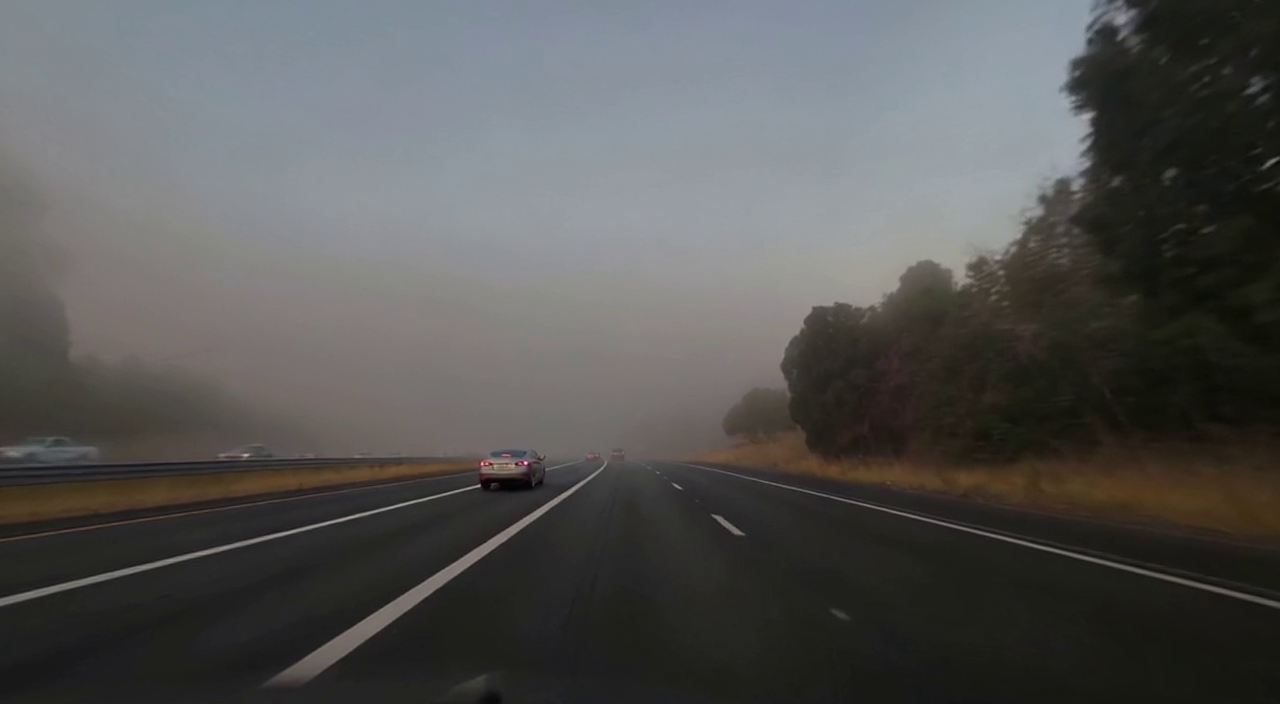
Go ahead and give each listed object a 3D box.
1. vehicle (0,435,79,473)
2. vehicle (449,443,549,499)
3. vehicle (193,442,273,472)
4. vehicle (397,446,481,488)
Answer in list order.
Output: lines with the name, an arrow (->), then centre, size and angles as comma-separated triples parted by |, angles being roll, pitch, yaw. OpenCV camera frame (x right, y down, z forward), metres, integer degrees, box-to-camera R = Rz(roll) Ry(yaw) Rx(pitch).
vehicle -> -36.899, 5.950, 36.860 | 2.643, 2.131, 6.261 | 0, -9, -1
vehicle -> -4.192, 3.622, 19.636 | 2.073, 1.516, 4.478 | 0, -9, 0
vehicle -> -25.306, 6.532, 39.501 | 1.938, 1.683, 4.633 | 0, -9, -1
vehicle -> -7.916, 4.554, 25.297 | 2.023, 1.519, 4.150 | 0, -9, 0
